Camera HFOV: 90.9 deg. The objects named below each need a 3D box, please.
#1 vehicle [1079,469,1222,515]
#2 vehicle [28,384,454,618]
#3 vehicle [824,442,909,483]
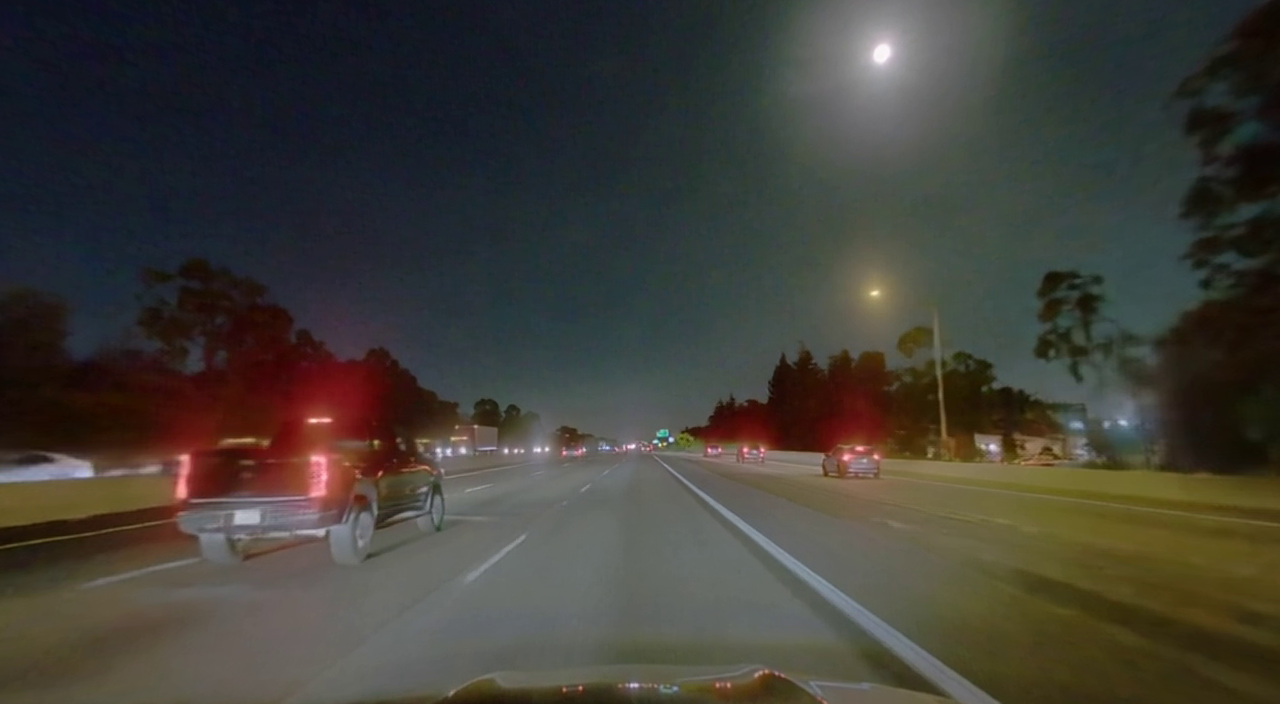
[{"bbox_3d":[29.365,8.110,36.527,5.938,2.070,2.138,-5,-5,11],"label":"vehicle"},{"bbox_3d":[-4.007,1.584,7.674,1.994,1.911,4.819,0,-9,0],"label":"vehicle"},{"bbox_3d":[9.697,4.747,27.389,1.971,1.638,4.295,0,-9,-1],"label":"vehicle"}]
